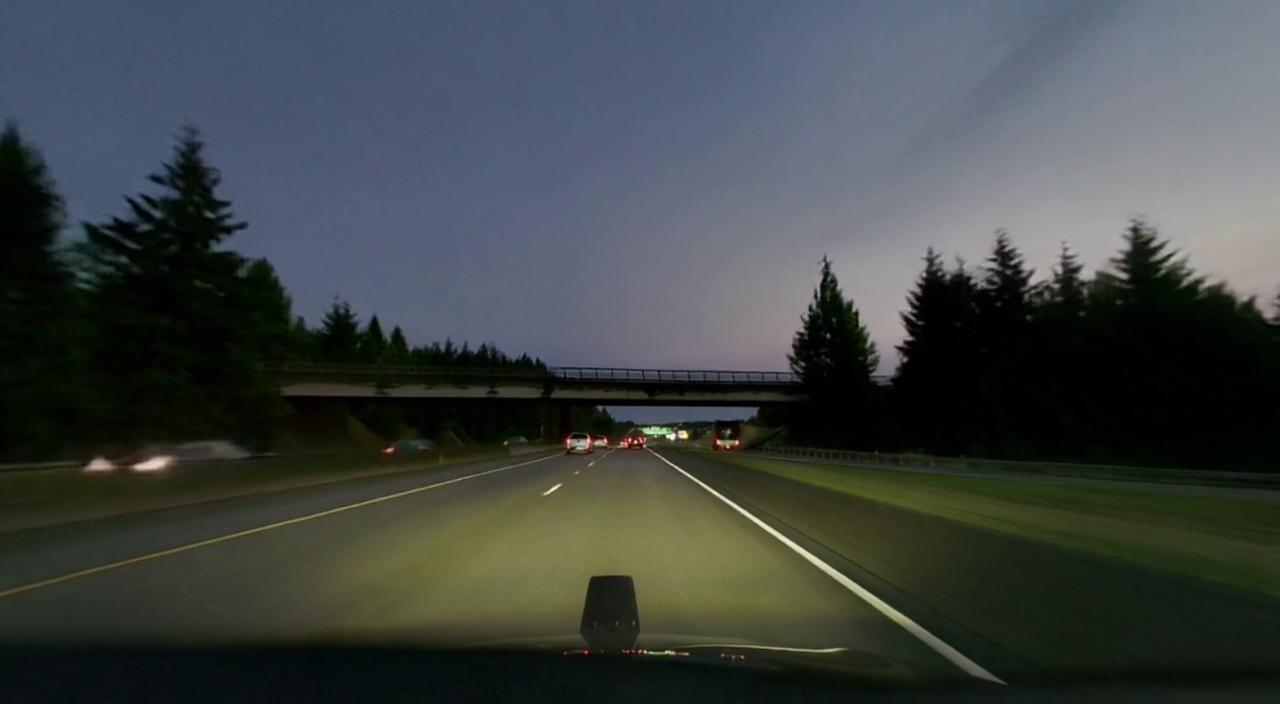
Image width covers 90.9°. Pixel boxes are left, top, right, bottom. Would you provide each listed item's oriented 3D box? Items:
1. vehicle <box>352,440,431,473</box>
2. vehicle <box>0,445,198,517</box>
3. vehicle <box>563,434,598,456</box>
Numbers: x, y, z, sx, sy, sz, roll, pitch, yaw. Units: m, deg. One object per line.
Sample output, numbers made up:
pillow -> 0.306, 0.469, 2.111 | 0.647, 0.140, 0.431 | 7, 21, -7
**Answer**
vehicle -> -12.440, 5.240, 31.938 | 2.226, 1.472, 4.442 | 0, -8, -1
vehicle -> -12.997, 2.951, 14.980 | 2.062, 1.437, 4.002 | 0, -8, -1
vehicle -> -4.355, 6.880, 46.758 | 2.169, 1.588, 4.264 | 0, -8, -1
